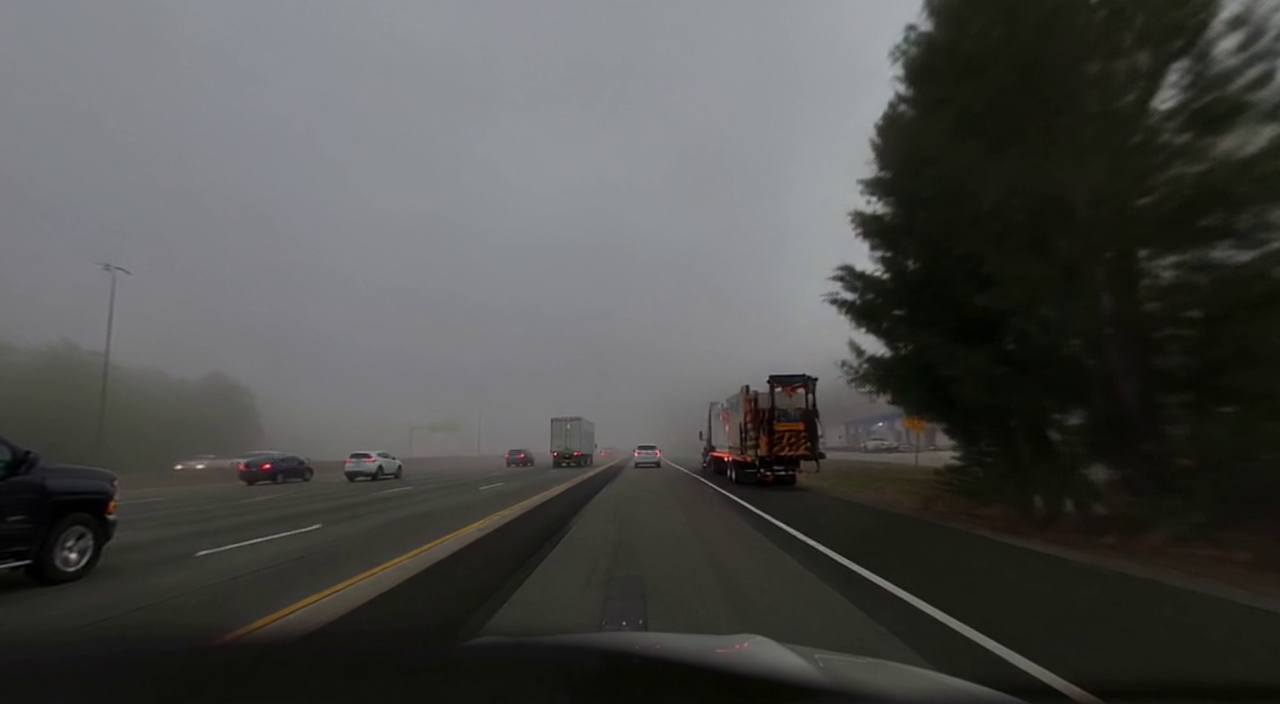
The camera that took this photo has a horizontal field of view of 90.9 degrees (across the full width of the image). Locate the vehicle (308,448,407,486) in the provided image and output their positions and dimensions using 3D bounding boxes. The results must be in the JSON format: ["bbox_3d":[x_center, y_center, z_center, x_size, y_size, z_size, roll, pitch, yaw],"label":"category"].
[{"bbox_3d":[-12.220,4.992,27.685,1.928,1.480,4.823,-1,-8,2],"label":"vehicle"}]

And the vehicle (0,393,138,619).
[{"bbox_3d":[-6.281,1.088,4.038,2.200,1.793,4.586,-1,-8,2],"label":"vehicle"}]

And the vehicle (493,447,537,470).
[{"bbox_3d":[-8.689,7.410,44.168,1.929,1.477,4.746,-1,-8,2],"label":"vehicle"}]

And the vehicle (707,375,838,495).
[{"bbox_3d":[4.958,3.585,26.618,2.801,3.732,11.836,-4,-9,0],"label":"vehicle"}]

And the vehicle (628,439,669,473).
[{"bbox_3d":[0.489,5.940,36.315,2.227,1.794,4.646,0,-8,1],"label":"vehicle"}]

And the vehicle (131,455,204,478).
[{"bbox_3d":[-36.197,8.739,48.456,1.988,1.560,4.517,-1,-8,2],"label":"vehicle"}]

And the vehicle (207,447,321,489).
[{"bbox_3d":[-15.910,4.908,27.006,1.885,1.591,4.599,-1,-8,2],"label":"vehicle"}]
